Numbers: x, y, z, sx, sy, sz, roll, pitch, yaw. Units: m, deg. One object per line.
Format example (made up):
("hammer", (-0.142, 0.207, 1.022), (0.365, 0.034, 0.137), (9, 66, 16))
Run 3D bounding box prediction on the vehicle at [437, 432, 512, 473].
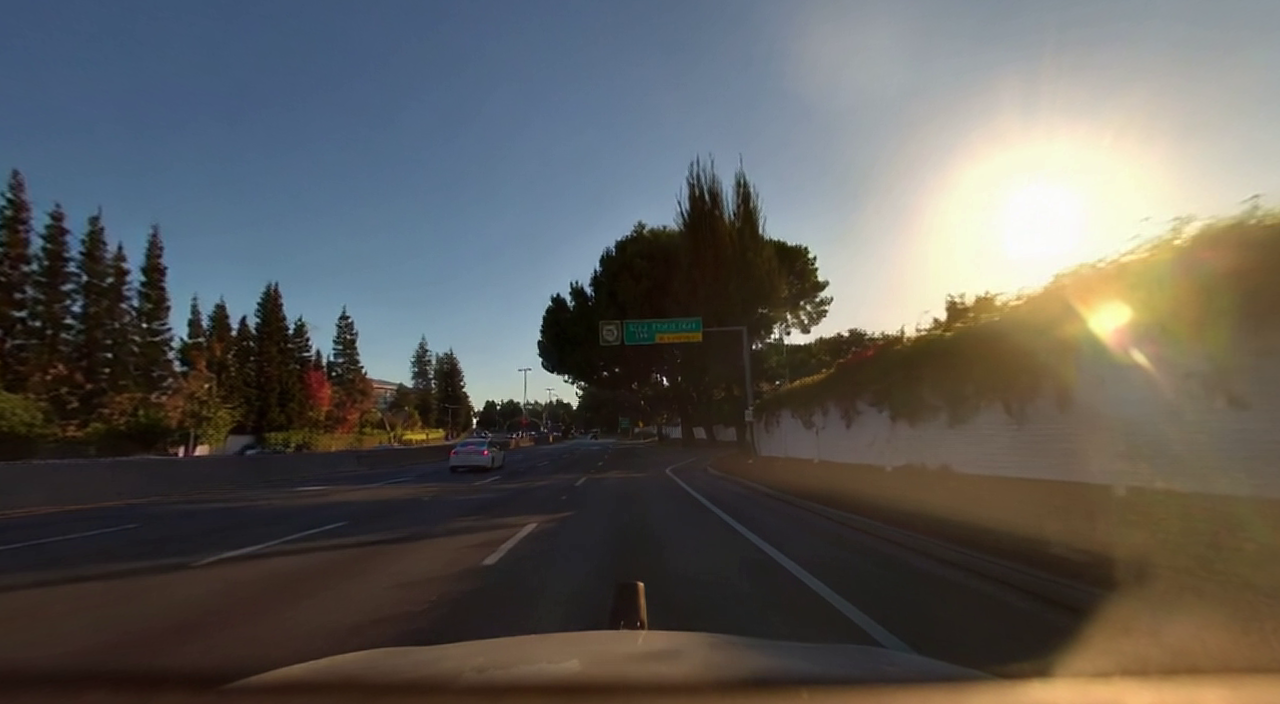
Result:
("vehicle", (-7.483, 4.592, 29.086), (2.115, 1.711, 4.722), (0, -8, 0))
